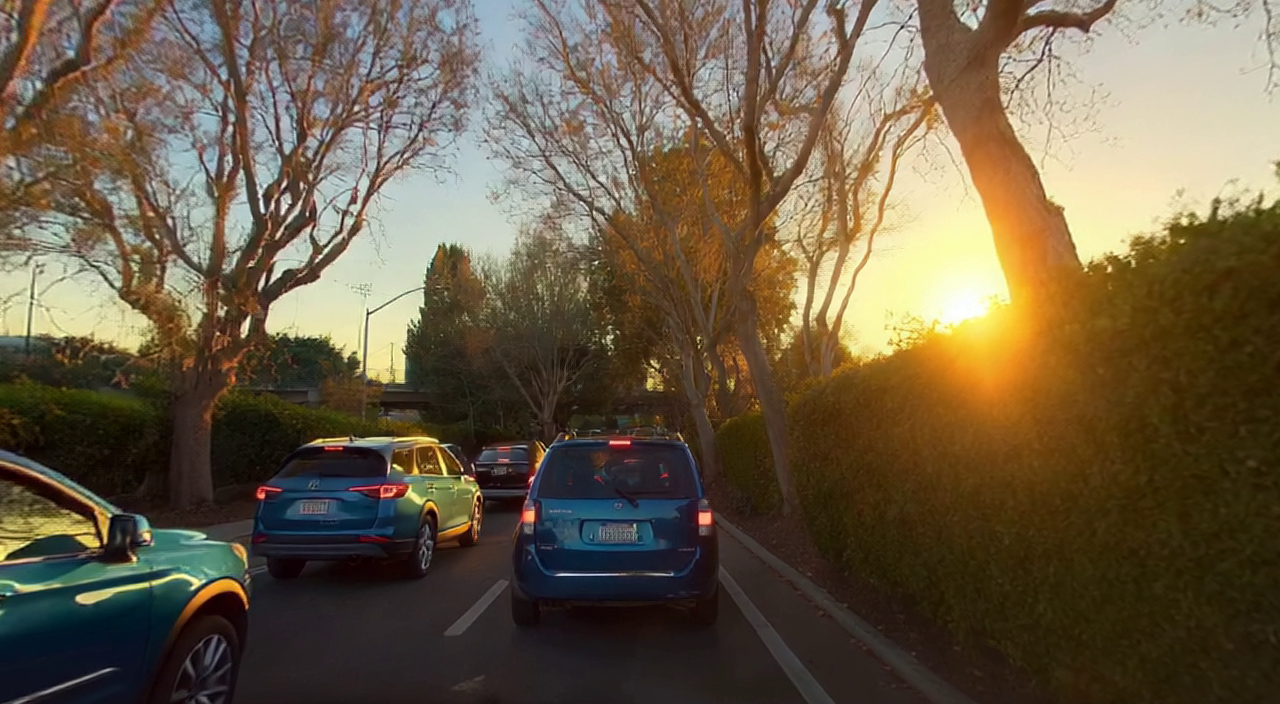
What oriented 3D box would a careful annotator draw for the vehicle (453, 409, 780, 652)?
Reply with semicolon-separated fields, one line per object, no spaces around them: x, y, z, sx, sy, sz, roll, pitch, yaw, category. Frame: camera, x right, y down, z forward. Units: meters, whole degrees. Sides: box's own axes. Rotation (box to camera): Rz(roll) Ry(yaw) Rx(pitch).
-0.174;1.494;6.234;2.154;1.581;4.007;0;-9;-1;vehicle

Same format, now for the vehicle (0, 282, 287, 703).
-3.283;0.676;1.263;2.205;1.913;5.327;-6;-8;-2;vehicle

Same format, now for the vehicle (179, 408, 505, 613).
-3.400;1.850;8.304;2.256;1.728;4.421;-6;-8;-2;vehicle
